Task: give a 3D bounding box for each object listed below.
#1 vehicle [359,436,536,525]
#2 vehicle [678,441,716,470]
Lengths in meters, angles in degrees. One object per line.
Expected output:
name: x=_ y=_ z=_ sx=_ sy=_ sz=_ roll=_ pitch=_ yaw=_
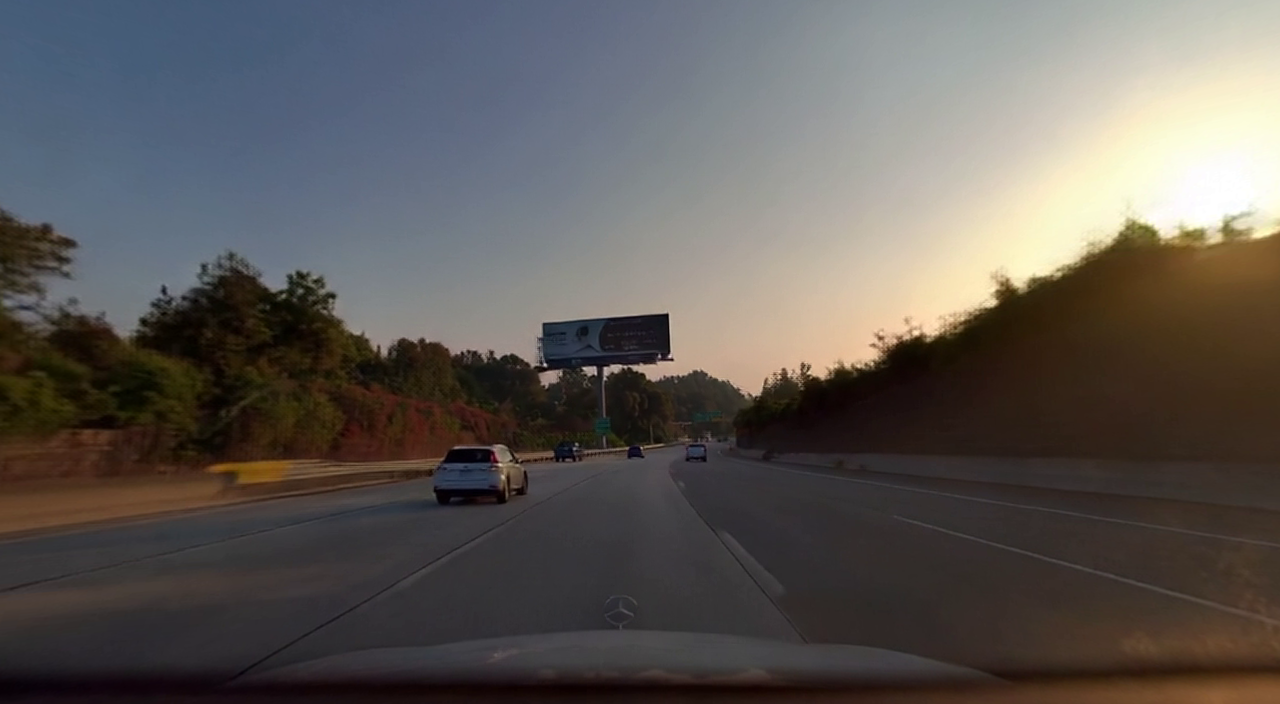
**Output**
vehicle: x=-3.635 y=2.530 z=12.994 sx=2.192 sy=1.482 sz=4.454 roll=0 pitch=-9 yaw=1
vehicle: x=3.749 y=6.889 z=42.351 sx=2.211 sy=1.814 sz=4.404 roll=0 pitch=-9 yaw=2
